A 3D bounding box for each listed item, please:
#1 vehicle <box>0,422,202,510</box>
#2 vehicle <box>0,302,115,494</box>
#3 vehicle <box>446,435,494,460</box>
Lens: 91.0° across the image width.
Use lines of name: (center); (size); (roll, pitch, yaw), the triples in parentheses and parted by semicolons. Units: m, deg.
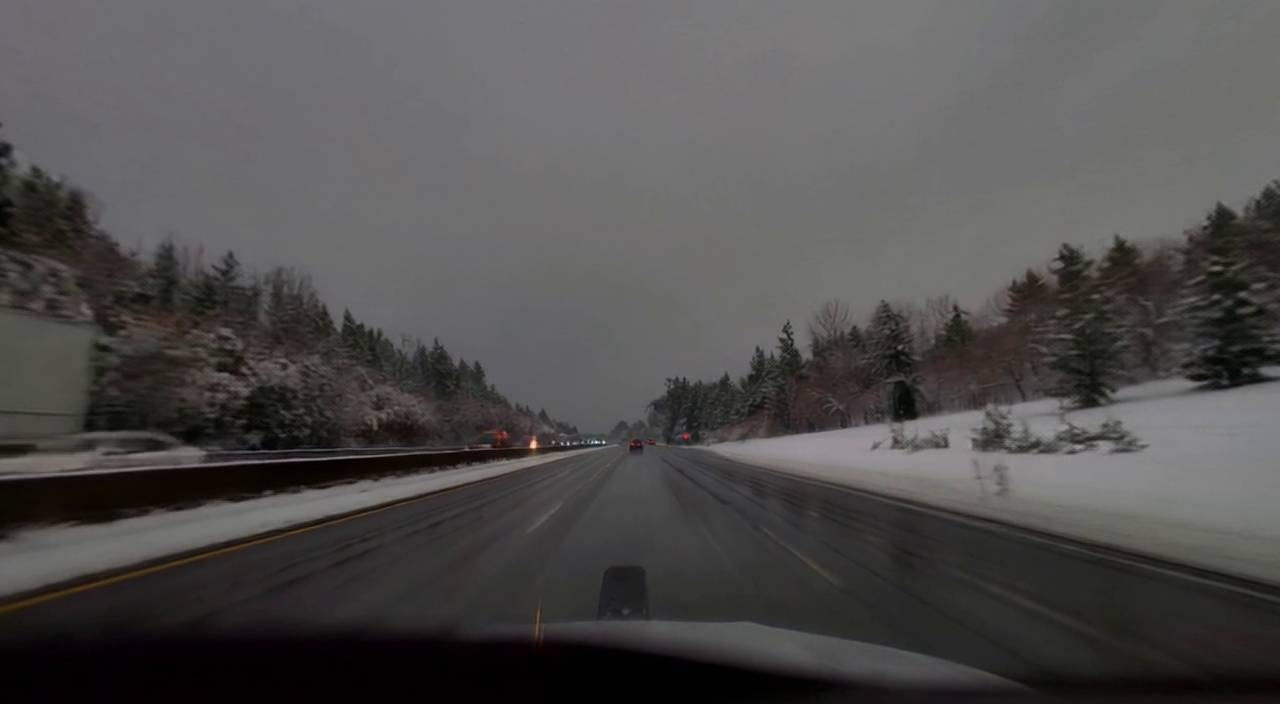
vehicle: (-11.577, 2.252, 12.925); (1.871, 1.479, 4.480); (0, -8, 0)
vehicle: (-15.134, 0.208, 8.063); (2.927, 4.069, 16.353); (0, -8, 0)
vehicle: (-11.402, 6.449, 42.507); (1.969, 1.544, 4.758); (0, -8, 0)
